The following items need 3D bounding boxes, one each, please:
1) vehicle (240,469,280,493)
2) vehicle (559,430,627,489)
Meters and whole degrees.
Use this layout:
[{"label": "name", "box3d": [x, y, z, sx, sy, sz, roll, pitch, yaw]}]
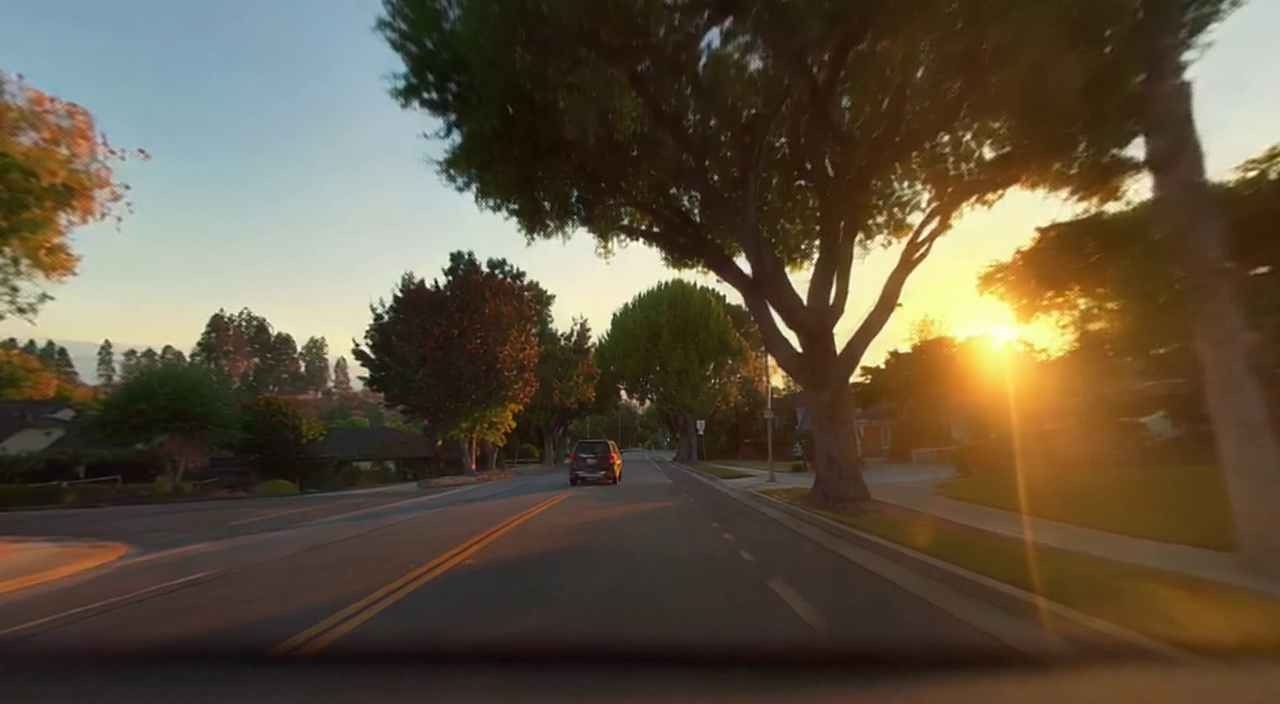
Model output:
[{"label": "vehicle", "box3d": [-30.003, 10.160, 49.974, 1.926, 1.552, 4.355, 3, -9, -21]}, {"label": "vehicle", "box3d": [-1.702, 4.127, 24.614, 2.210, 2.023, 4.663, 0, -8, 1]}]
